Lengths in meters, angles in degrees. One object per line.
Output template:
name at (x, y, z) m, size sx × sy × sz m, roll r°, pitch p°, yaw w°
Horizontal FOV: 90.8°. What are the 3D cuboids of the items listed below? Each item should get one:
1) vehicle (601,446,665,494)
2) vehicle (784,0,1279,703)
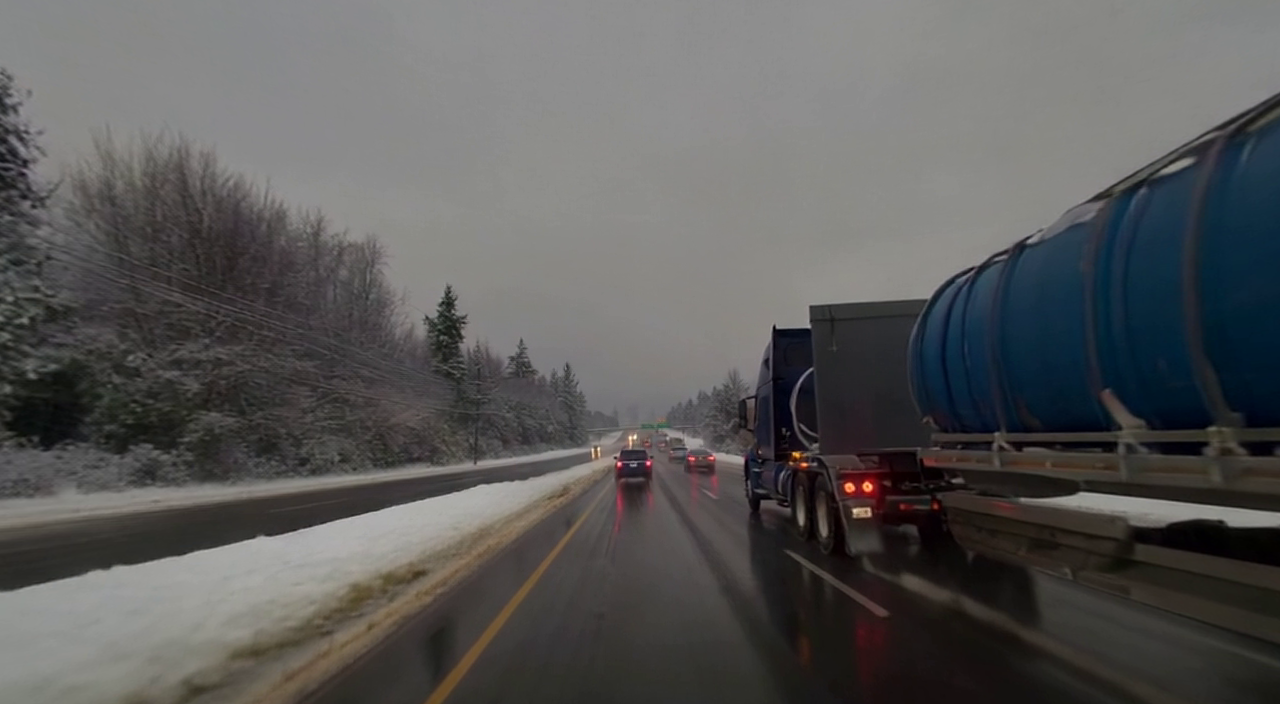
vehicle at (-0.201, 4.009, 21.764) m, size 2.003 × 1.490 × 3.636 m, roll 0°, pitch -9°, yaw 1°
vehicle at (3.899, 0.361, 4.925) m, size 2.694 × 3.453 × 11.641 m, roll 0°, pitch -9°, yaw 0°
